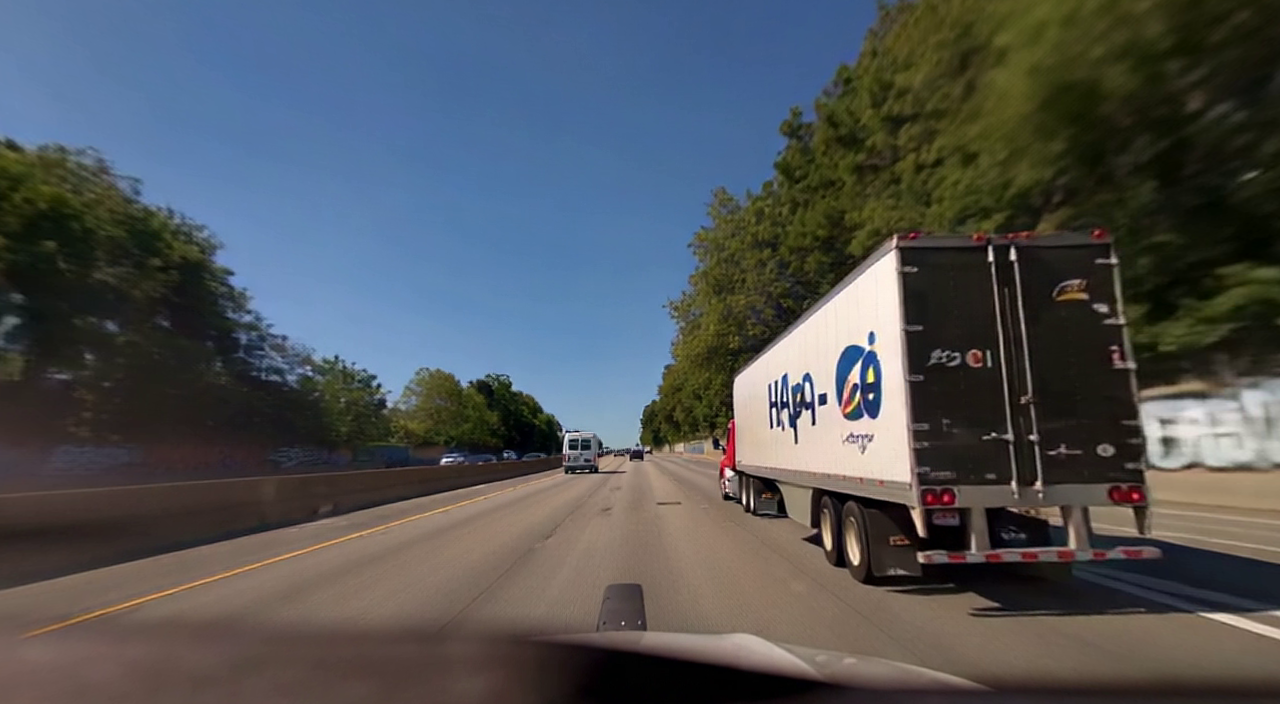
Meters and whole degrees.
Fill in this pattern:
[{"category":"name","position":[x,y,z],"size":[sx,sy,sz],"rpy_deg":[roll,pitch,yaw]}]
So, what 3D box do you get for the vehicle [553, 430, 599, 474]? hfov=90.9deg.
[{"category":"vehicle","position":[-3.899,6.265,39.474],"size":[2.305,2.517,5.486],"rpy_deg":[0,-9,0]}]
